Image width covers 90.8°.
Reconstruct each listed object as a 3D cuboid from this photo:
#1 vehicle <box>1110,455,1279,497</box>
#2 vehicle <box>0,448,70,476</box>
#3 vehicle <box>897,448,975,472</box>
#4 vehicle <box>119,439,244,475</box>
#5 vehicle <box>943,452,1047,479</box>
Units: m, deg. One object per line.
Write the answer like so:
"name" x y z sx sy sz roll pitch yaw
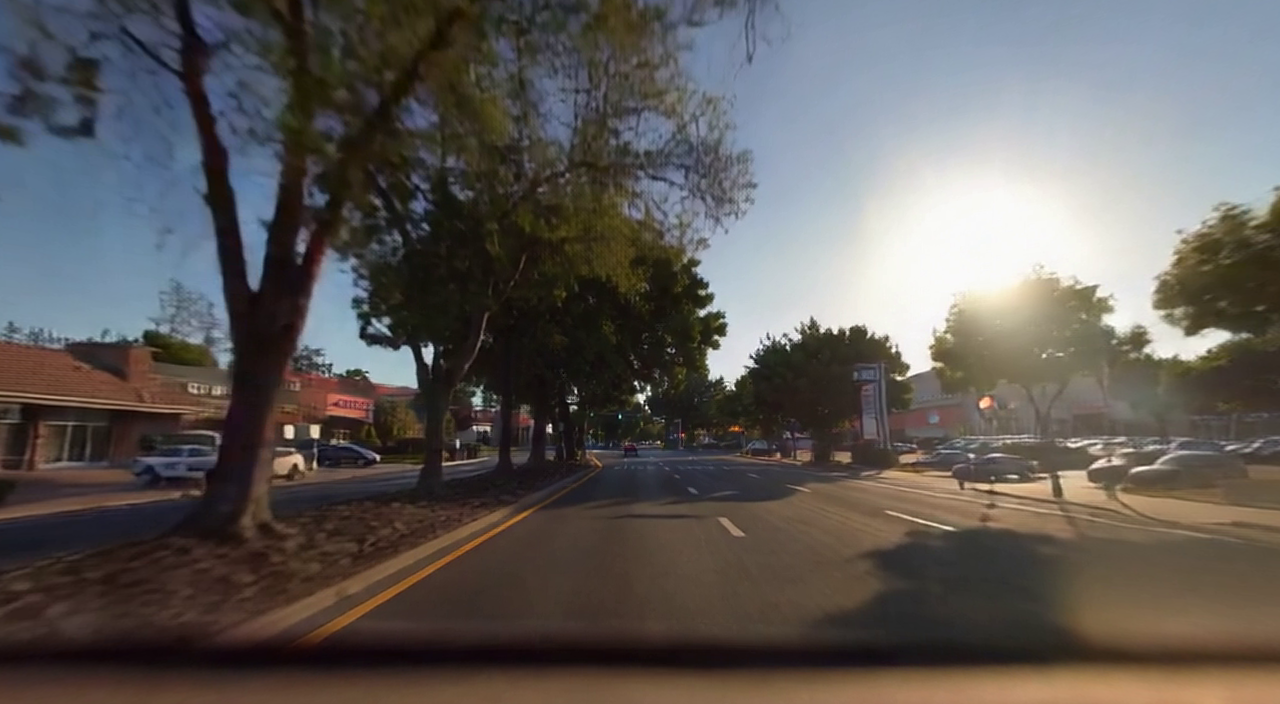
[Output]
"vehicle" 20.834 4.641 23.854 4.500 1.456 1.962 -1 -8 3
"vehicle" -34.717 6.089 35.186 1.830 1.458 4.625 -1 -8 -4
"vehicle" 20.698 7.574 44.341 4.423 1.633 2.010 0 -8 -1
"vehicle" -26.136 5.994 36.472 2.356 1.853 6.402 0 -8 1
"vehicle" 20.187 6.458 36.032 4.764 1.455 1.832 -1 -9 3
